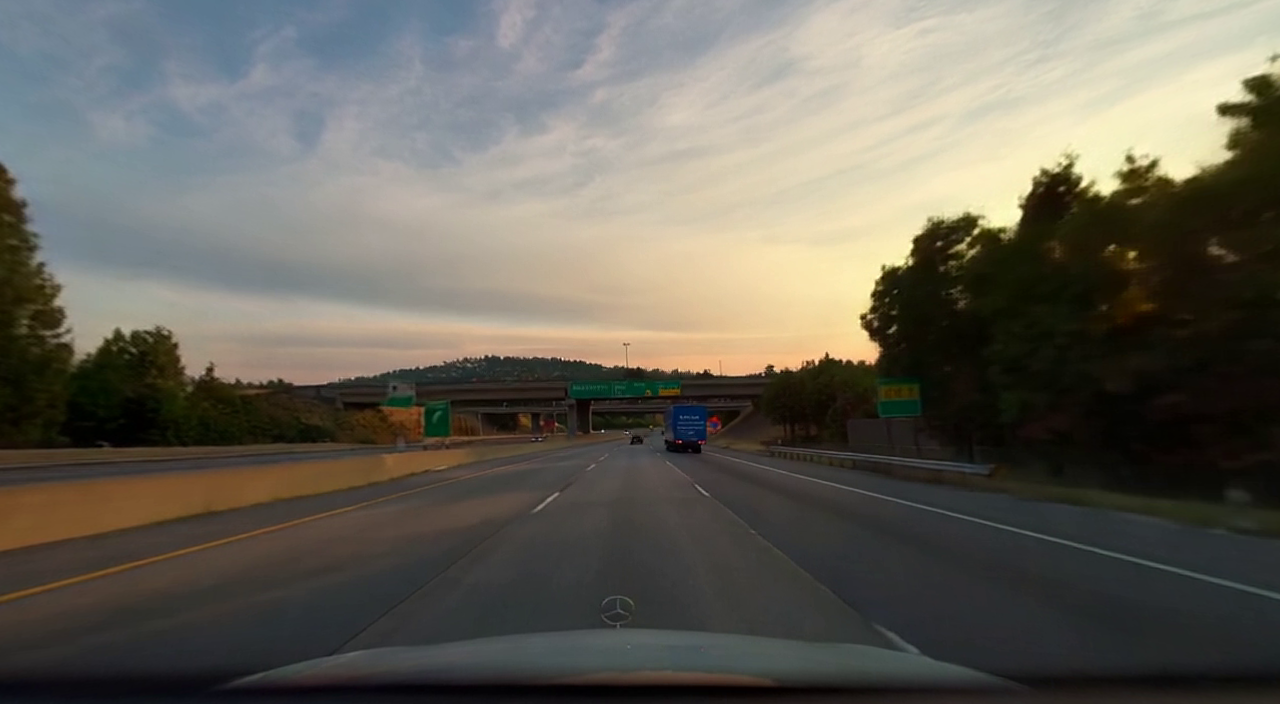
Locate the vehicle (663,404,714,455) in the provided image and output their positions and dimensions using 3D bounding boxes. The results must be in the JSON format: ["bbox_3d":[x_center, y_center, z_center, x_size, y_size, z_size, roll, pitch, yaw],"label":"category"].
[{"bbox_3d":[3.591,6.140,49.620,2.981,3.512,11.154,0,-8,-1],"label":"vehicle"}]
